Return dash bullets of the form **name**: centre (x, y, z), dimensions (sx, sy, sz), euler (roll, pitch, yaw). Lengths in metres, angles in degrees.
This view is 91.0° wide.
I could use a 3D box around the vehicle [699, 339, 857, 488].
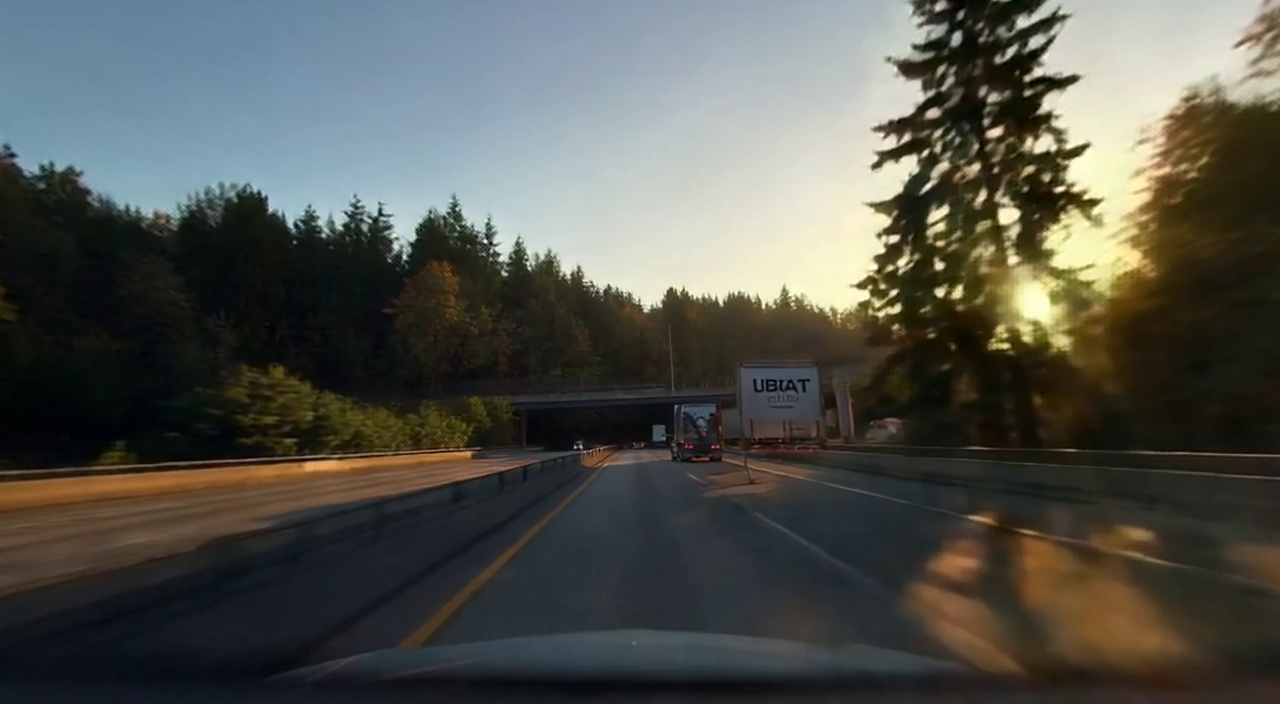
- **vehicle**: centre (3.952, 2.148, 20.461), dimensions (3.006, 3.850, 8.310), euler (0, -8, -1)
